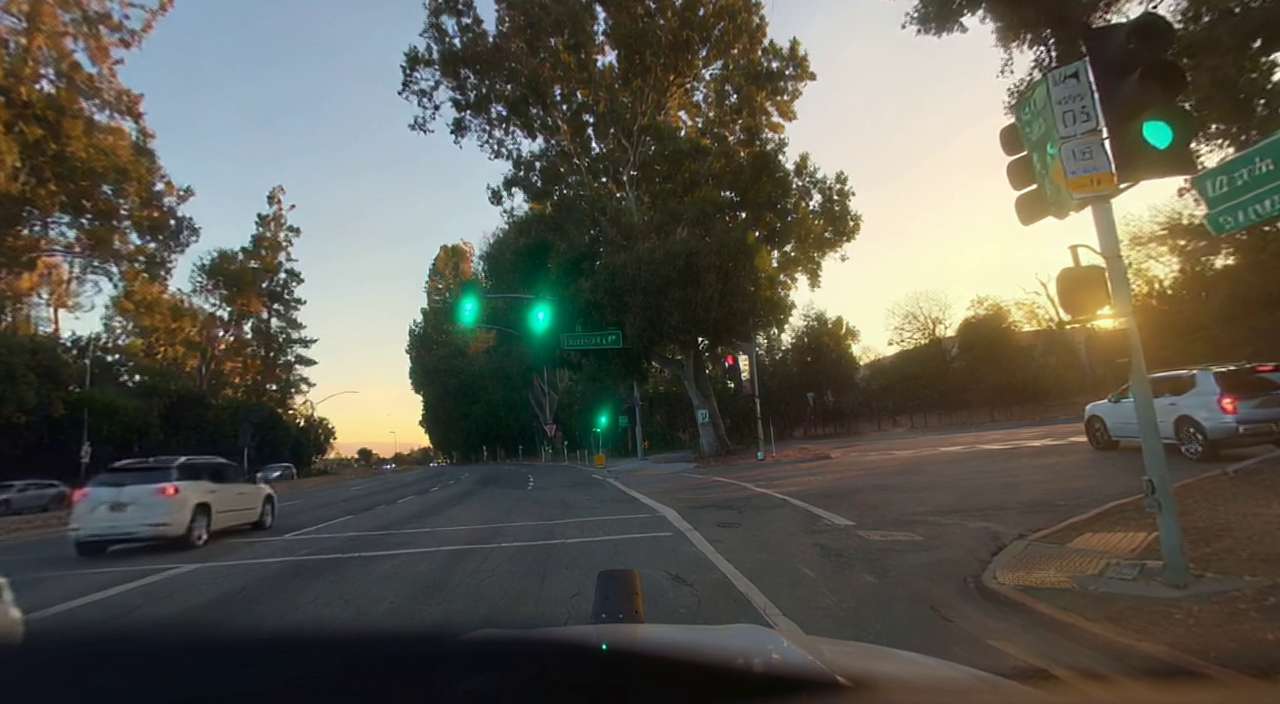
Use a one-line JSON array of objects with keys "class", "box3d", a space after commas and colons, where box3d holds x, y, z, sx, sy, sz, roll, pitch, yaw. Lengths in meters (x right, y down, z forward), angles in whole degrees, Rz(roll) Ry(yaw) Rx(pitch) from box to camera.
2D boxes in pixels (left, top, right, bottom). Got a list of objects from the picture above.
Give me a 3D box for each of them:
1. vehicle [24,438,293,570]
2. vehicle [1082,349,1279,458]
[{"class": "vehicle", "box3d": [-8.208, 2.537, 11.422, 2.062, 1.740, 4.198, -3, -8, -9]}, {"class": "vehicle", "box3d": [10.651, 1.087, 11.797, 1.855, 1.669, 4.529, -2, -9, 6]}]
